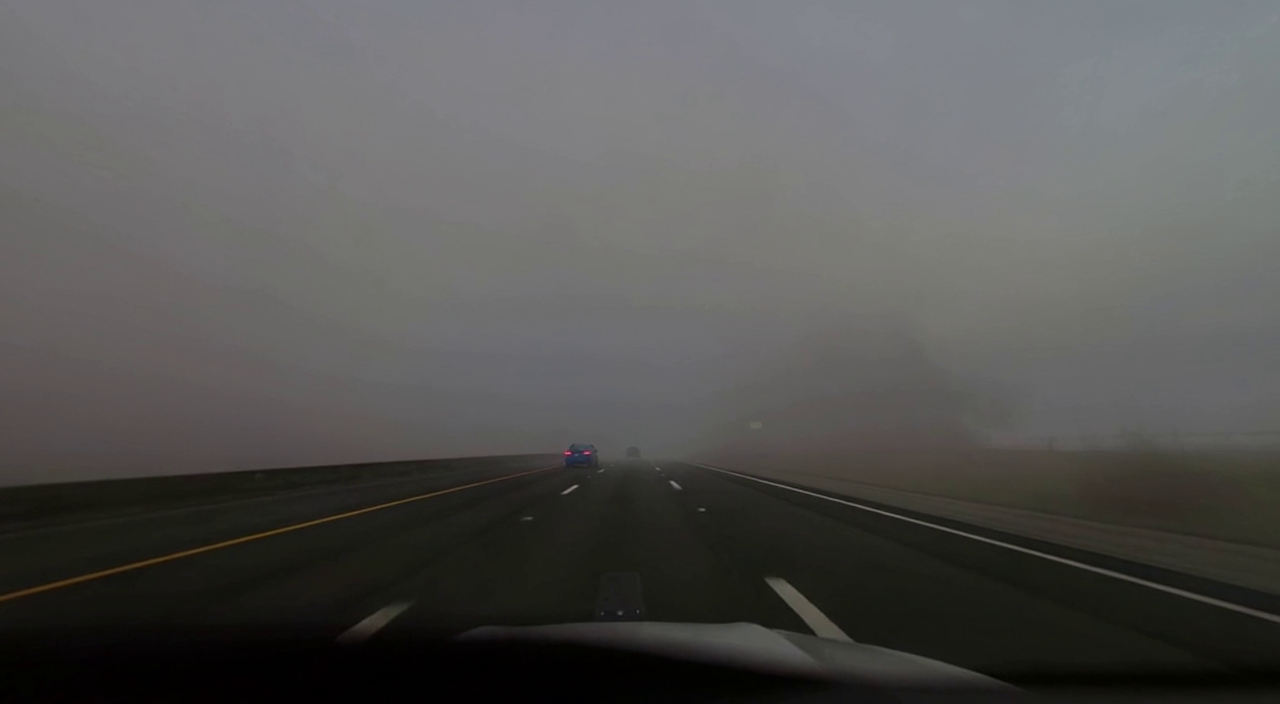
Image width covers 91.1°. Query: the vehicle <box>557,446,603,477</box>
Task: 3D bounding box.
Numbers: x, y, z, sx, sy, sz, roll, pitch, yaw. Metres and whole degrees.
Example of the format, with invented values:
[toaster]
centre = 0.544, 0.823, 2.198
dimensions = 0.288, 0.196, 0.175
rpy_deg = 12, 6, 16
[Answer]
[vehicle]
centre = -3.249, 6.050, 34.934
dimensions = 2.069, 1.573, 4.589
rpy_deg = 0, -9, 1
